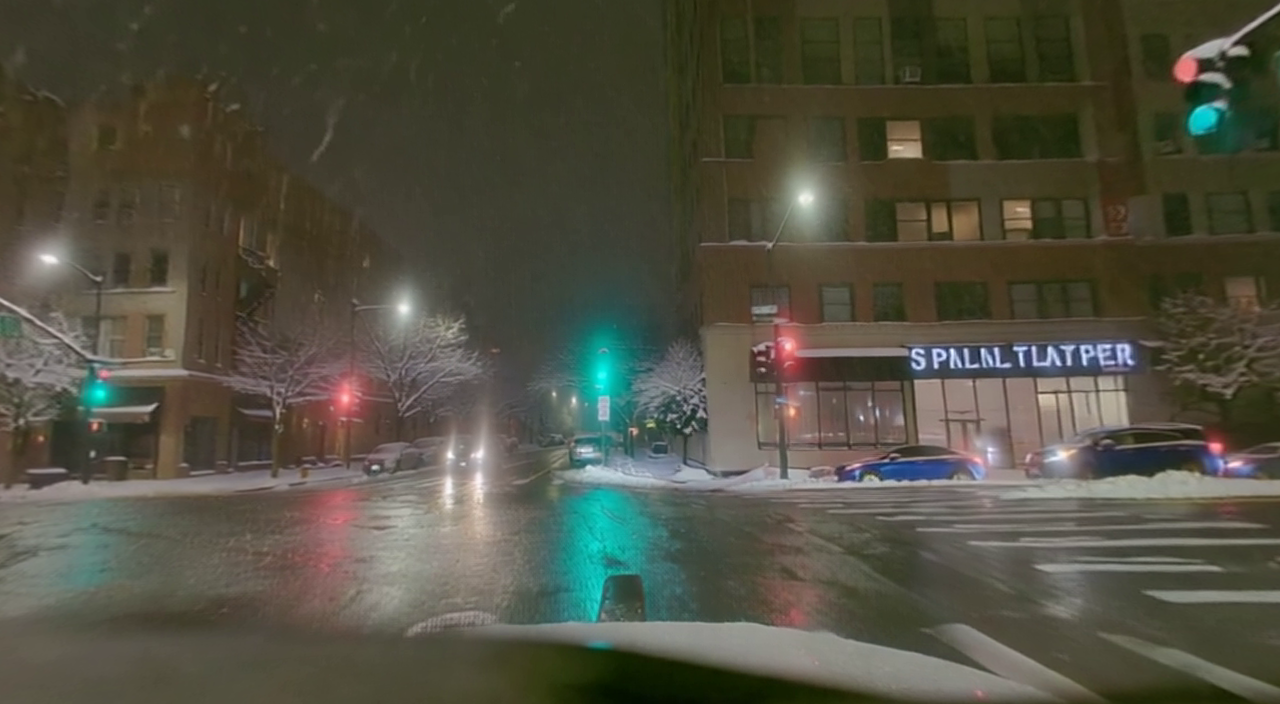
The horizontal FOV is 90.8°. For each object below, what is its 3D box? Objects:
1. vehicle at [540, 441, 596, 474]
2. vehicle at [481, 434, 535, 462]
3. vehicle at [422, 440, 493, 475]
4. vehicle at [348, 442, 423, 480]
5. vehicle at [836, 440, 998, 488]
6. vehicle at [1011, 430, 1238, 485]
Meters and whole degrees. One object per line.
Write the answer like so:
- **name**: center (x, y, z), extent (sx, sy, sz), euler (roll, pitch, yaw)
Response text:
- **vehicle**: center (-3.417, 5.140, 30.920), extent (1.892, 1.481, 4.365), euler (-1, -9, 5)
- **vehicle**: center (-8.540, 6.287, 41.302), extent (2.181, 1.723, 4.692), euler (-1, -9, 5)
- **vehicle**: center (-8.663, 5.060, 30.472), extent (2.119, 1.485, 4.472), euler (0, -9, 0)
- **vehicle**: center (-13.258, 5.670, 33.209), extent (1.933, 1.461, 4.393), euler (-5, -6, 3)
- **vehicle**: center (8.979, 3.664, 20.780), extent (4.426, 1.446, 1.795), euler (-1, -9, 3)
- **vehicle**: center (15.327, 3.369, 20.298), extent (5.420, 1.609, 2.063), euler (-1, -9, 4)
